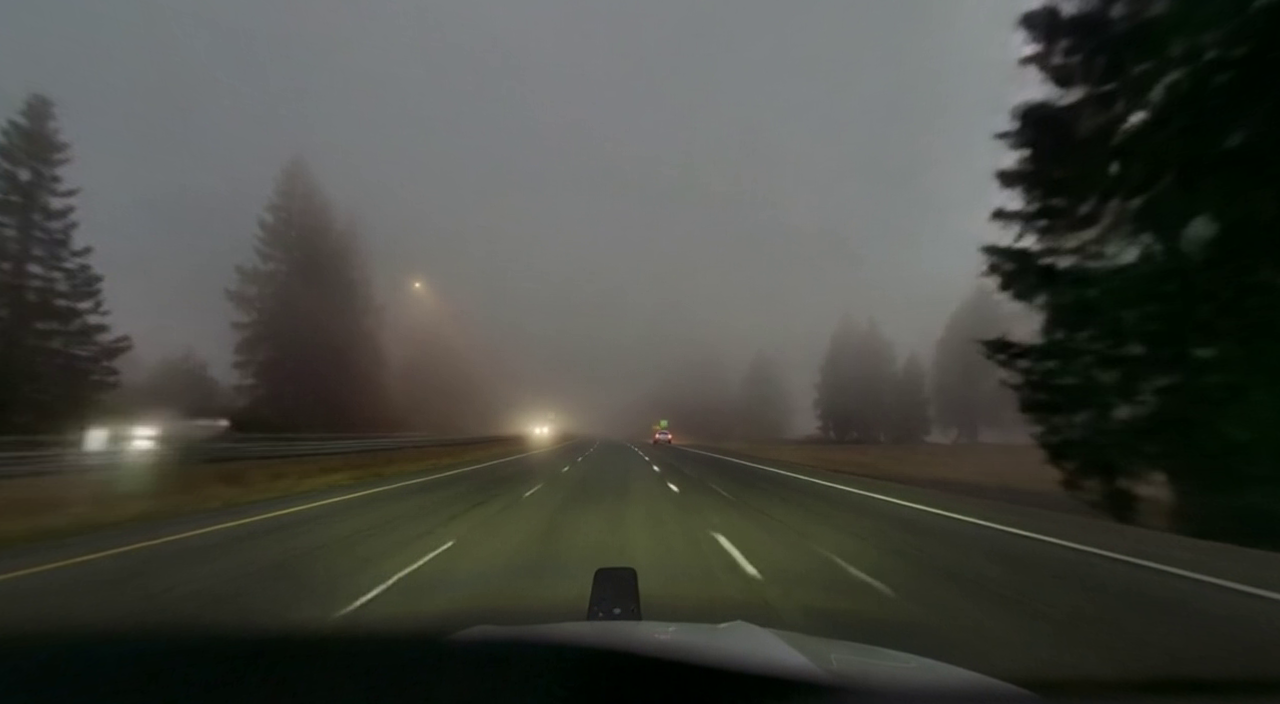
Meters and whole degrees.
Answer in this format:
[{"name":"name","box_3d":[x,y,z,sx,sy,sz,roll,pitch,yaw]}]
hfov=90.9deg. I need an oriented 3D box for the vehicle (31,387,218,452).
[{"name":"vehicle","box_3d":[-17.224,2.367,21.502,2.351,1.938,4.858,0,-8,-2]}]
